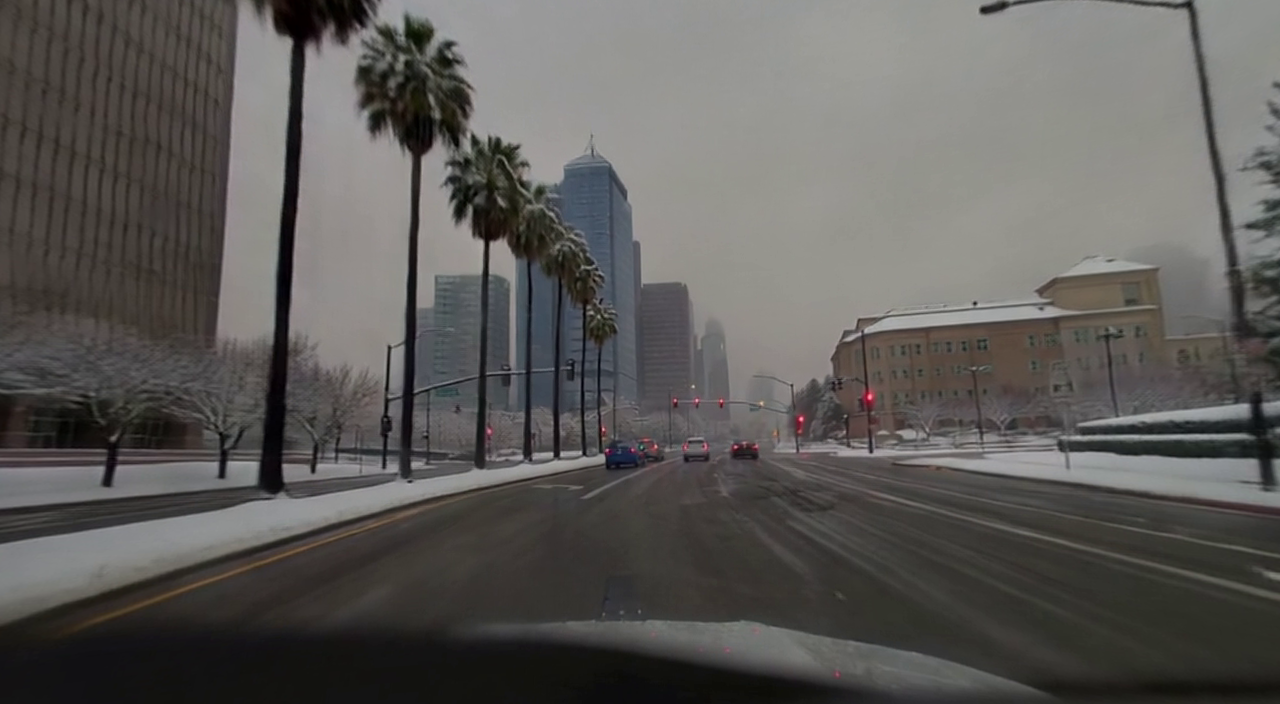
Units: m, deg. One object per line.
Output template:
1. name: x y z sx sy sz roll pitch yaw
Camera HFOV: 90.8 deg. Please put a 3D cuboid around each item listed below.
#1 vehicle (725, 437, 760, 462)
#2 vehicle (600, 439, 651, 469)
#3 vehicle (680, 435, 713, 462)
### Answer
1. vehicle: 6.712 6.410 41.658 1.936 1.567 3.896 -1 -9 5
2. vehicle: -0.680 5.395 33.650 1.962 1.480 4.605 -1 -9 9
3. vehicle: 3.967 6.671 43.669 2.060 1.730 4.257 -1 -9 8
